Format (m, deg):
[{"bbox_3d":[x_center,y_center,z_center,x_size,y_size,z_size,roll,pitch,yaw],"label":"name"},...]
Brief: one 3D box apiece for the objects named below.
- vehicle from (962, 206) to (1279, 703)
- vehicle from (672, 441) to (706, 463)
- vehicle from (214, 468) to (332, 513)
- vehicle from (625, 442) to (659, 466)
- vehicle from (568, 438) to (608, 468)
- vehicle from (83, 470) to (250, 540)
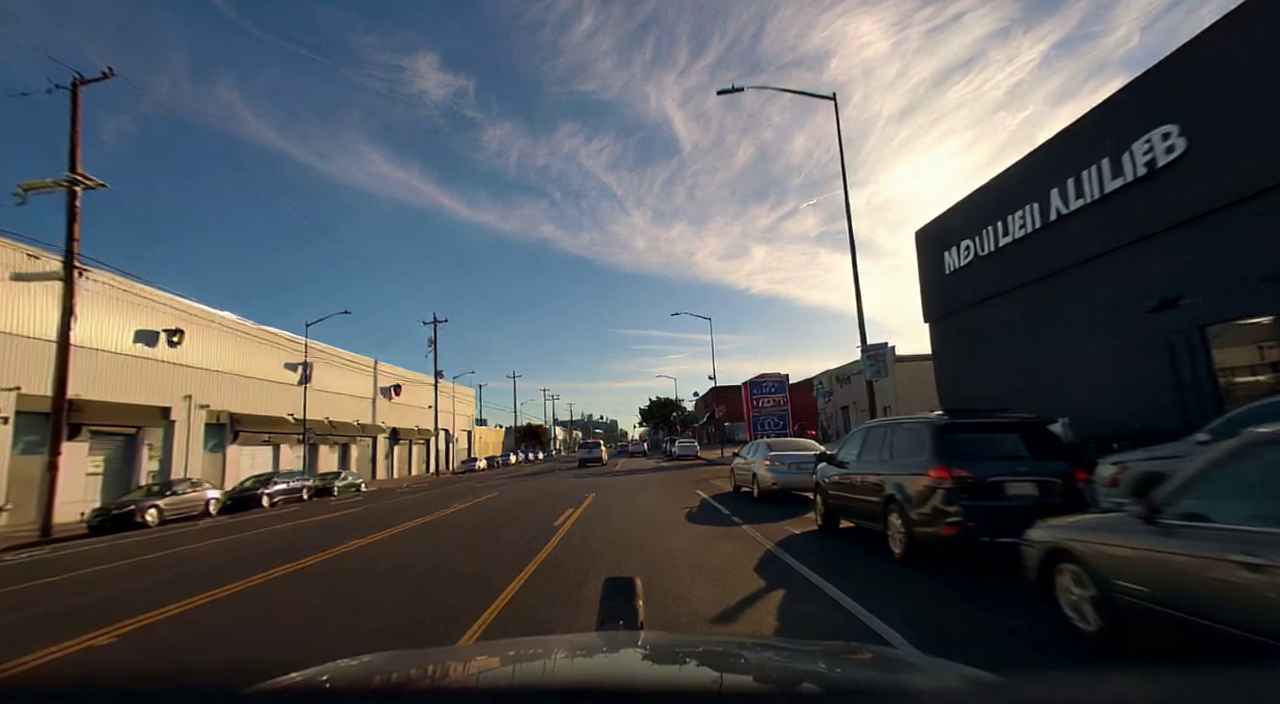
[{"bbox_3d":[3.445,0.336,1.076,2.620,1.939,5.968,0,-8,0],"label":"vehicle"},{"bbox_3d":[3.548,7.337,46.549,2.042,1.487,5.033,0,-8,-1],"label":"vehicle"},{"bbox_3d":[-15.856,5.974,27.712,2.081,1.549,5.190,0,-8,0],"label":"vehicle"},{"bbox_3d":[0.058,6.598,41.018,2.099,1.470,4.270,0,-8,-1],"label":"vehicle"},{"bbox_3d":[-3.420,6.779,42.537,2.348,1.831,4.737,0,-8,-1],"label":"vehicle"},{"bbox_3d":[-15.553,4.987,21.187,1.957,1.534,5.028,-5,-7,-3],"label":"vehicle"}]
